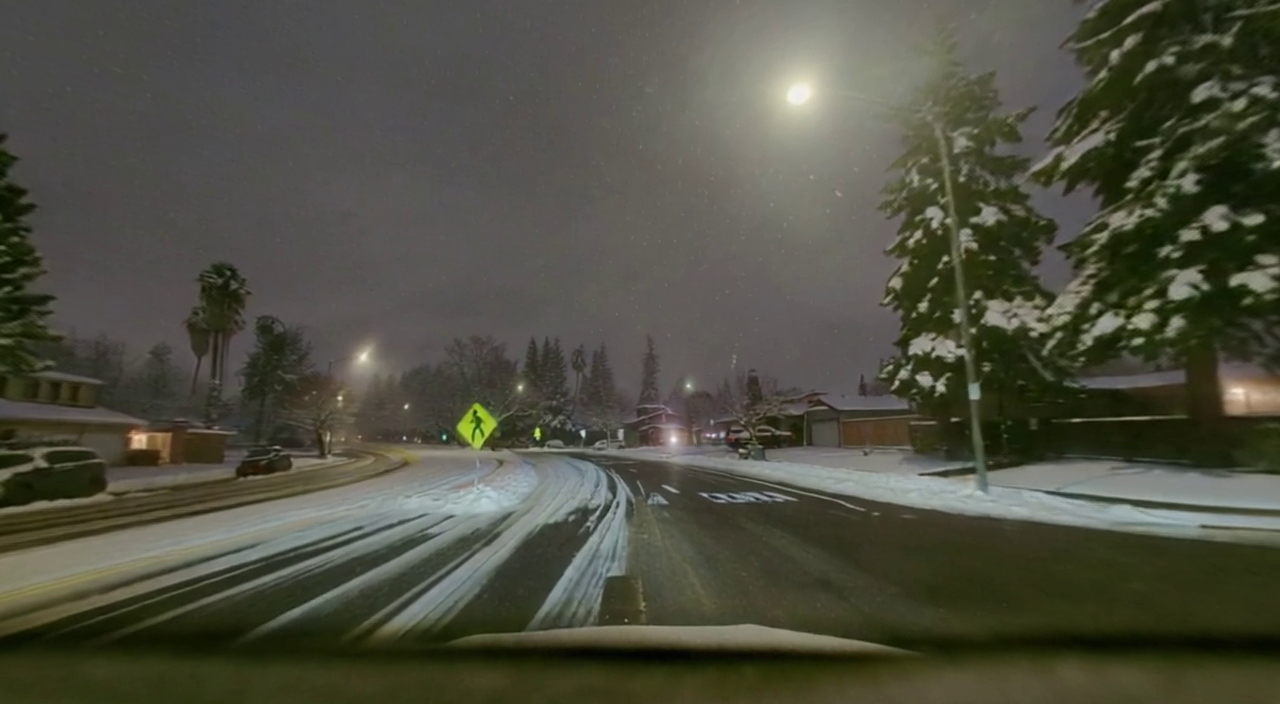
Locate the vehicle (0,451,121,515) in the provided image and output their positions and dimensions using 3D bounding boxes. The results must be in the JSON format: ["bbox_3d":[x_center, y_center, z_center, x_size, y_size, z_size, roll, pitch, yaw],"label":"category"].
[{"bbox_3d":[-17.070,3.504,17.230,1.997,1.514,4.632,1,-8,-4],"label":"vehicle"}]

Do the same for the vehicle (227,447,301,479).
[{"bbox_3d":[-19.572,5.762,33.034,1.941,1.470,4.384,0,-8,-12],"label":"vehicle"}]

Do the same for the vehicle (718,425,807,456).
[{"bbox_3d":[8.719,6.384,45.207,6.051,2.092,2.231,-2,-11,10],"label":"vehicle"}]
